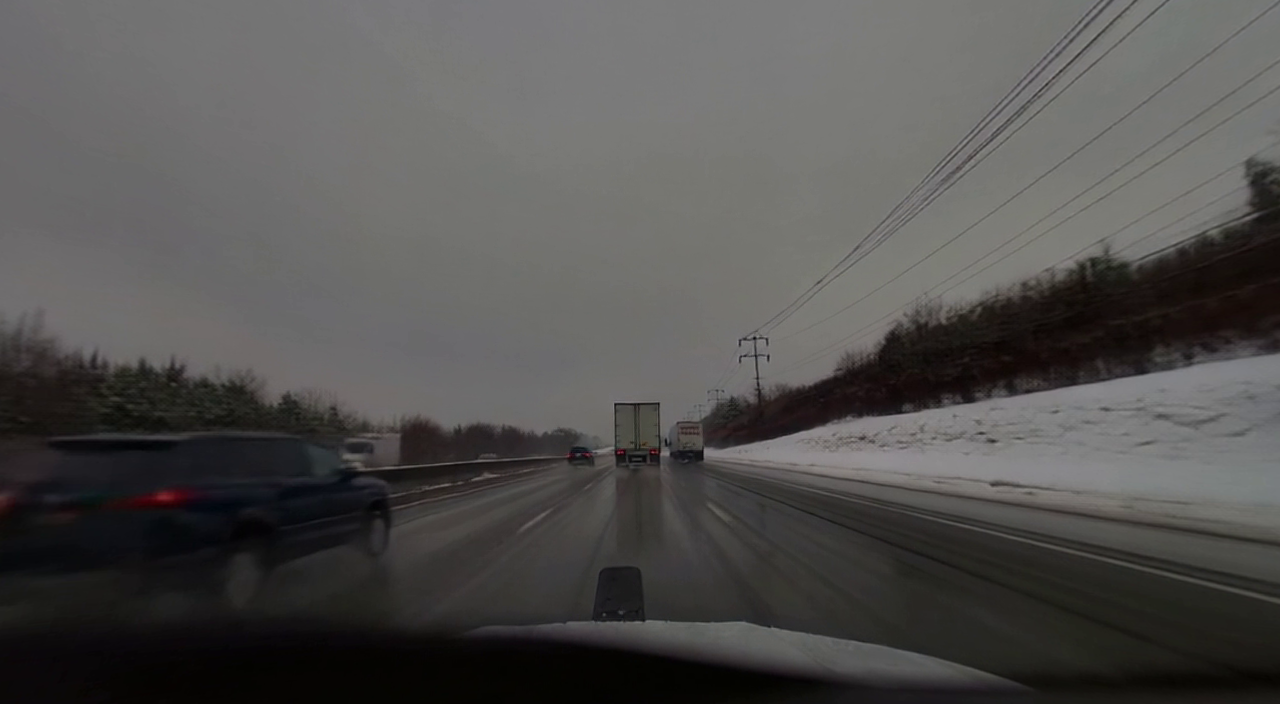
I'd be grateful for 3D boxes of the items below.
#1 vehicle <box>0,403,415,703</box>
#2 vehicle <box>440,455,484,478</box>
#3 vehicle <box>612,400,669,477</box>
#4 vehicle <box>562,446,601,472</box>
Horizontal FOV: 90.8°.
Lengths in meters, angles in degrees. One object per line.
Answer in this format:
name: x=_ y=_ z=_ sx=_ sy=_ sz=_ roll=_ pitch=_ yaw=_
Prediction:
vehicle: x=-3.603 y=1.314 z=4.668 sx=2.128 sy=1.533 sz=4.694 roll=0 pitch=-9 yaw=0
vehicle: x=-11.967 y=7.713 z=42.683 sx=1.766 sy=1.423 sz=4.036 roll=0 pitch=-9 yaw=1
vehicle: x=0.104 y=5.428 z=38.986 sx=2.985 sy=4.025 sz=10.982 roll=0 pitch=-9 yaw=1
vehicle: x=-3.931 y=7.285 z=43.019 sx=2.170 sy=1.657 sz=4.573 roll=0 pitch=-9 yaw=1
